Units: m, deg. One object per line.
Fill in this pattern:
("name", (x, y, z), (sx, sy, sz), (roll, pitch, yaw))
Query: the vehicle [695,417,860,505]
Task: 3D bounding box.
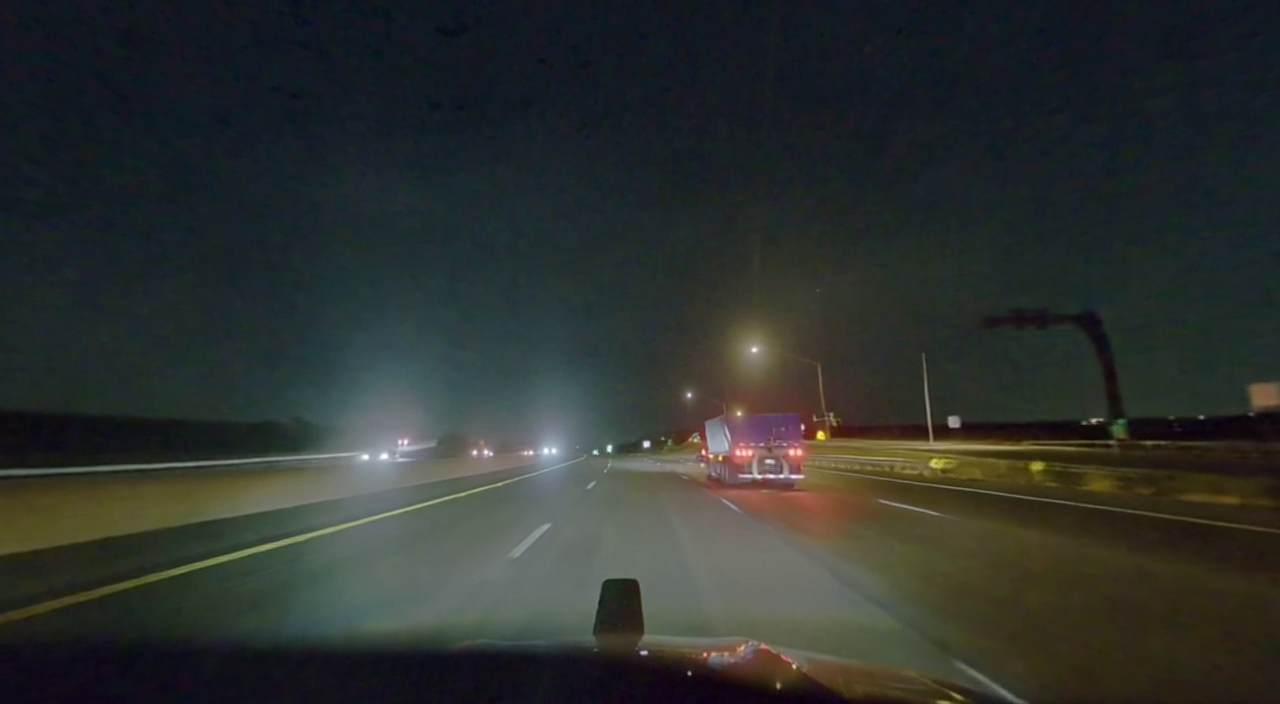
("vehicle", (3.580, 3.142, 18.795), (2.981, 2.053, 7.897), (0, -9, -1))
